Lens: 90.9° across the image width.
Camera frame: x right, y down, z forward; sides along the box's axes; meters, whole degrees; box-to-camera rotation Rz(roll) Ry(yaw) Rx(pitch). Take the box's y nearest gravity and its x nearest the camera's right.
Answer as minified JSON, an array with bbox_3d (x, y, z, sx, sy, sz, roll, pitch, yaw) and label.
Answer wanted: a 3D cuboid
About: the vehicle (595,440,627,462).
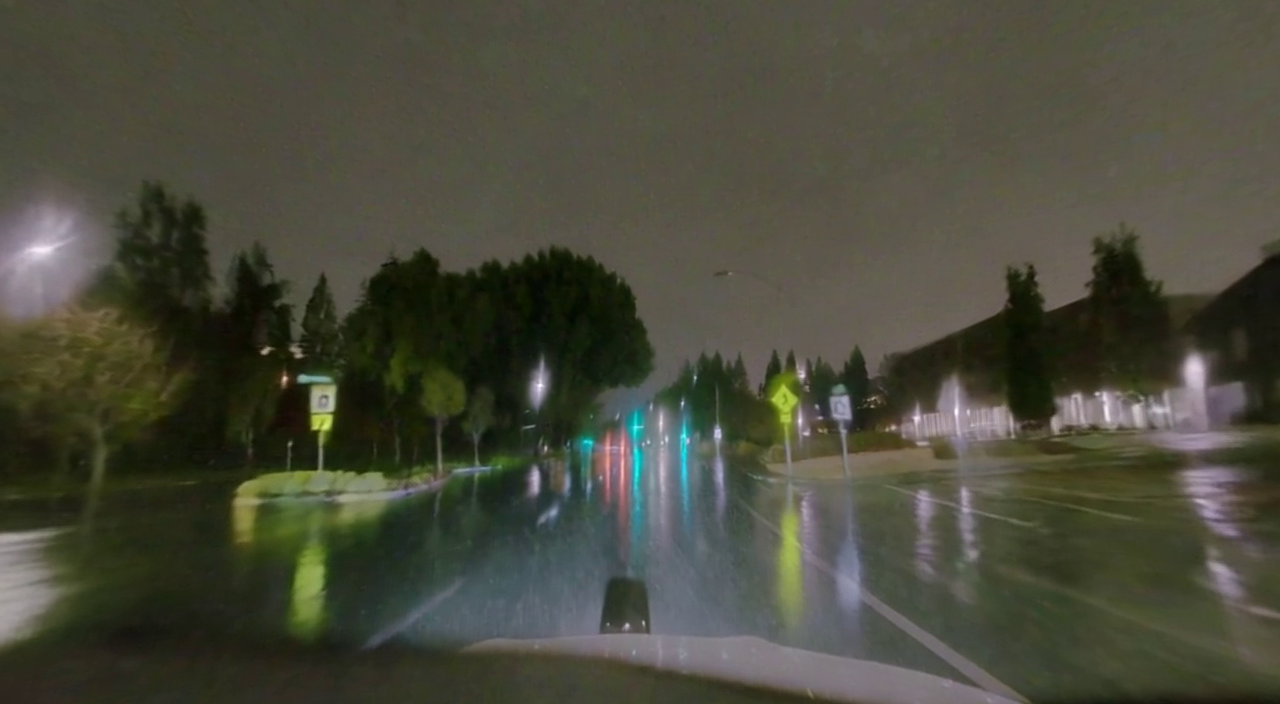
[{"bbox_3d":[-2.233,7.834,49.922,2.173,1.694,4.335,0,-9,2],"label":"vehicle"}]
